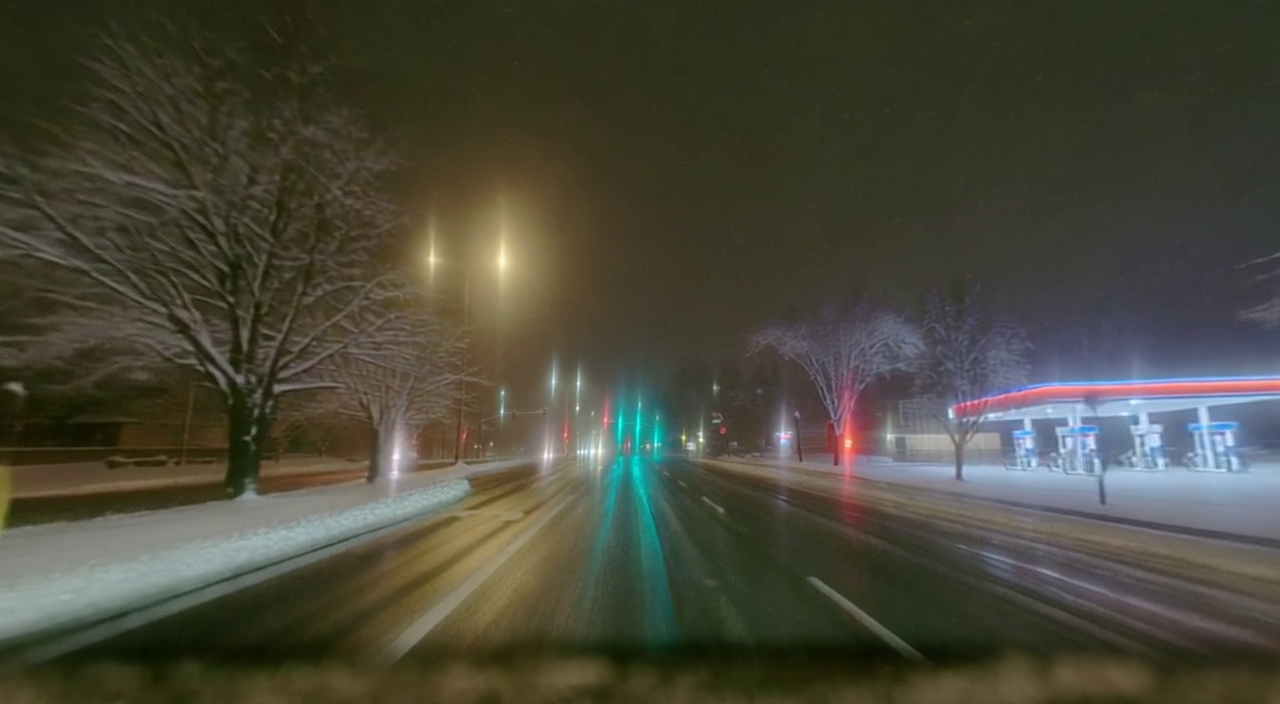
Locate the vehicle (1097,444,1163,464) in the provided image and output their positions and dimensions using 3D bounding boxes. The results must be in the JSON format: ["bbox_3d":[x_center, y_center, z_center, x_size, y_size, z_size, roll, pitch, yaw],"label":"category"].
[{"bbox_3d":[36.545,7.619,47.225,1.665,1.442,3.759,1,-8,-4],"label":"vehicle"}]

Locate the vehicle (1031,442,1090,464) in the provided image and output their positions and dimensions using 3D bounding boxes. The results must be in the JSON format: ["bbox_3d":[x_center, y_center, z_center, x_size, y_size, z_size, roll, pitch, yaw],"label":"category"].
[{"bbox_3d":[30.883,7.462,46.486,1.591,1.491,4.005,-2,-9,1],"label":"vehicle"}]

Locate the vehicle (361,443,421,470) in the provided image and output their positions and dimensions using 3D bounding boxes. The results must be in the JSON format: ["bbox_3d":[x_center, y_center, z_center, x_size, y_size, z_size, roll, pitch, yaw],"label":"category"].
[{"bbox_3d":[-15.760,6.625,40.219,1.916,1.620,4.408,0,-8,1],"label":"vehicle"}]

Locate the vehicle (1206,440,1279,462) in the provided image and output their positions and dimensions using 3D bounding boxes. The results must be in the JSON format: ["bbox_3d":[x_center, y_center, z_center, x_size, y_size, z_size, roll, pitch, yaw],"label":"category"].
[{"bbox_3d":[45.297,7.357,47.257,1.825,1.570,4.351,0,-8,0],"label":"vehicle"}]

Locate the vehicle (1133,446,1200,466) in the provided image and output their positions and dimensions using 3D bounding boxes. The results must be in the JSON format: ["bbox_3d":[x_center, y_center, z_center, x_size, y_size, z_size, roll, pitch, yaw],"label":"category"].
[{"bbox_3d":[39.004,7.701,46.881,1.653,1.421,3.632,0,-9,-4],"label":"vehicle"}]
